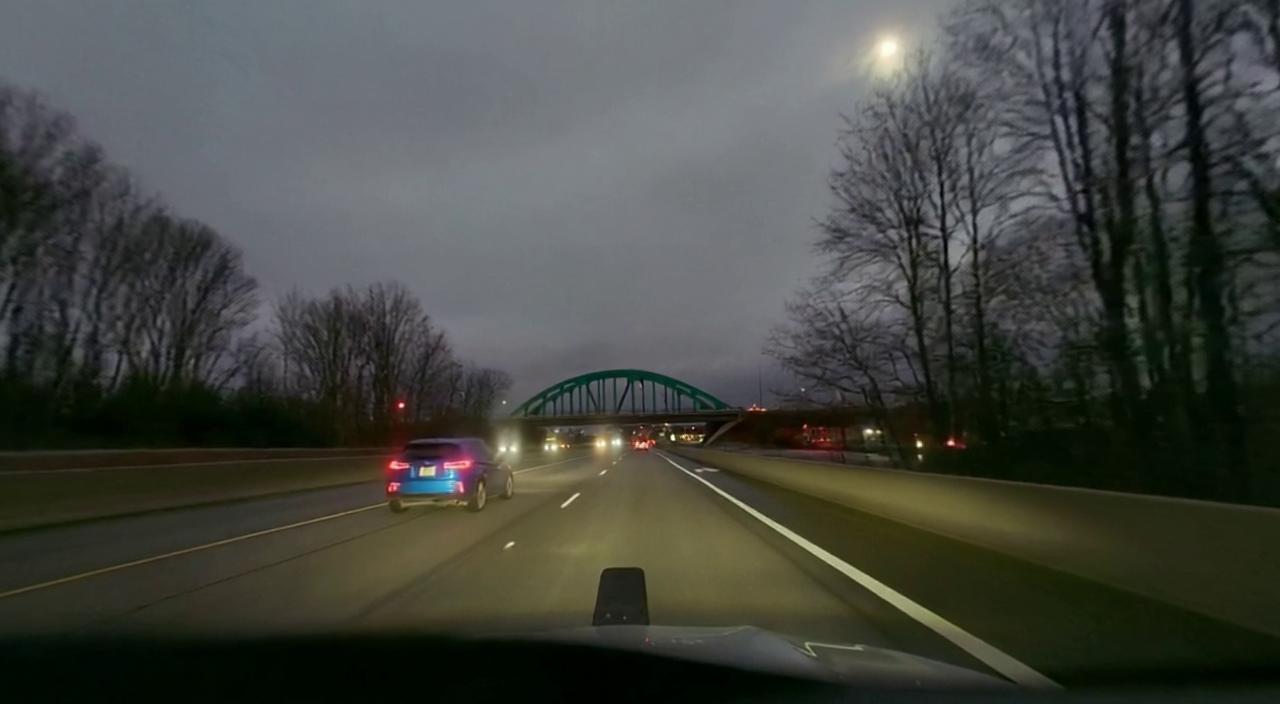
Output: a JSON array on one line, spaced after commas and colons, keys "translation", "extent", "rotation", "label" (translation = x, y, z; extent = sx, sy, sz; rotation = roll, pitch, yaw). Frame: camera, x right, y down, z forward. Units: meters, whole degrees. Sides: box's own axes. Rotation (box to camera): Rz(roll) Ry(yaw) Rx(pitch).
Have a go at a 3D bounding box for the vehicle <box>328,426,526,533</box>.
[{"translation": [-3.526, 2.198, 11.452], "extent": [2.052, 1.556, 4.405], "rotation": [0, -8, 0], "label": "vehicle"}]
